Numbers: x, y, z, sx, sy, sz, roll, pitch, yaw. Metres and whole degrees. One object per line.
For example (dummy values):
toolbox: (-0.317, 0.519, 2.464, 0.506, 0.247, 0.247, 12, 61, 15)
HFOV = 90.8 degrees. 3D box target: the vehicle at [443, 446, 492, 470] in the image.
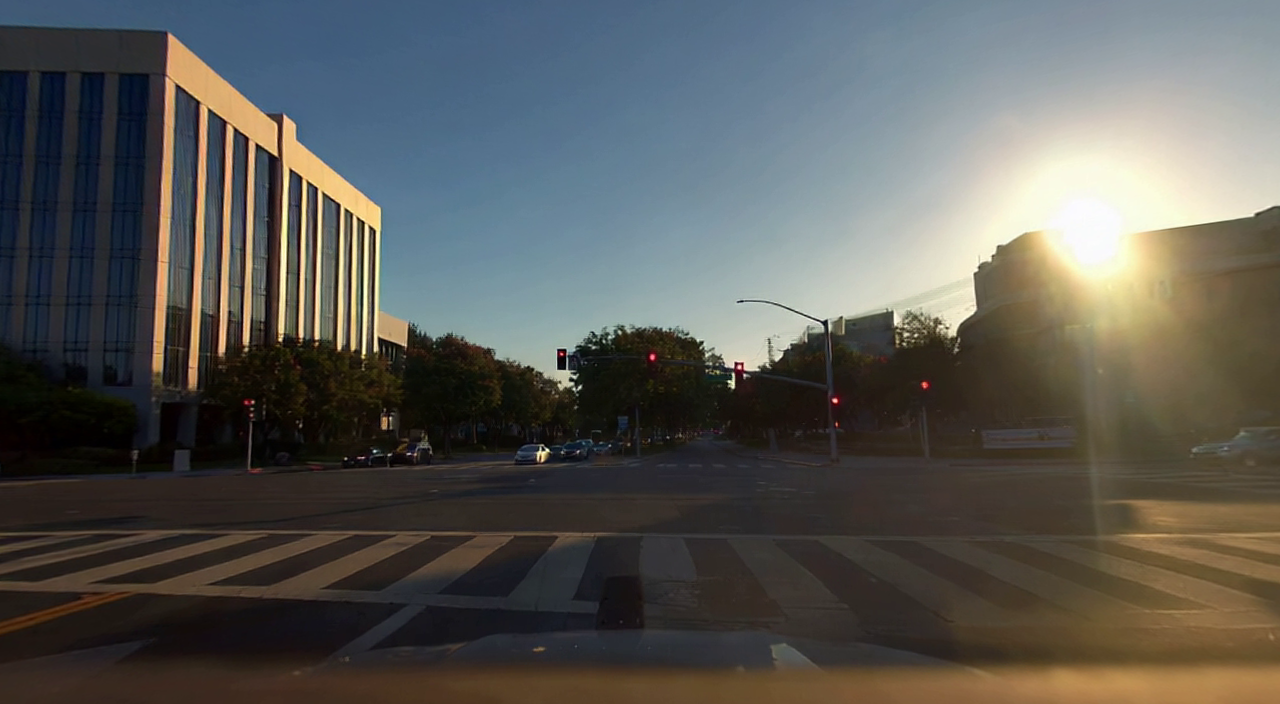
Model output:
vehicle: (-11.637, 7.150, 42.827, 2.003, 1.476, 4.297, -1, -9, 2)

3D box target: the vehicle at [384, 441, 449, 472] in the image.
vehicle: (-15.133, 7.126, 43.251, 2.340, 1.946, 5.450, -1, -9, 1)

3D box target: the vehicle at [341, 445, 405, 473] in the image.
vehicle: (-18.545, 7.418, 44.100, 2.237, 1.842, 5.116, 0, -9, 0)

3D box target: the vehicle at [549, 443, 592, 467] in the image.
vehicle: (-4.497, 6.717, 41.530, 2.109, 1.461, 4.637, -1, -9, 2)

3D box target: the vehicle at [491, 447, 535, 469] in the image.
vehicle: (-8.076, 6.785, 40.595, 1.910, 1.288, 4.093, -1, -9, 1)

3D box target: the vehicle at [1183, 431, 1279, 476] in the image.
vehicle: (22.318, 3.563, 22.358, 4.474, 1.477, 1.908, 0, -9, -3)
